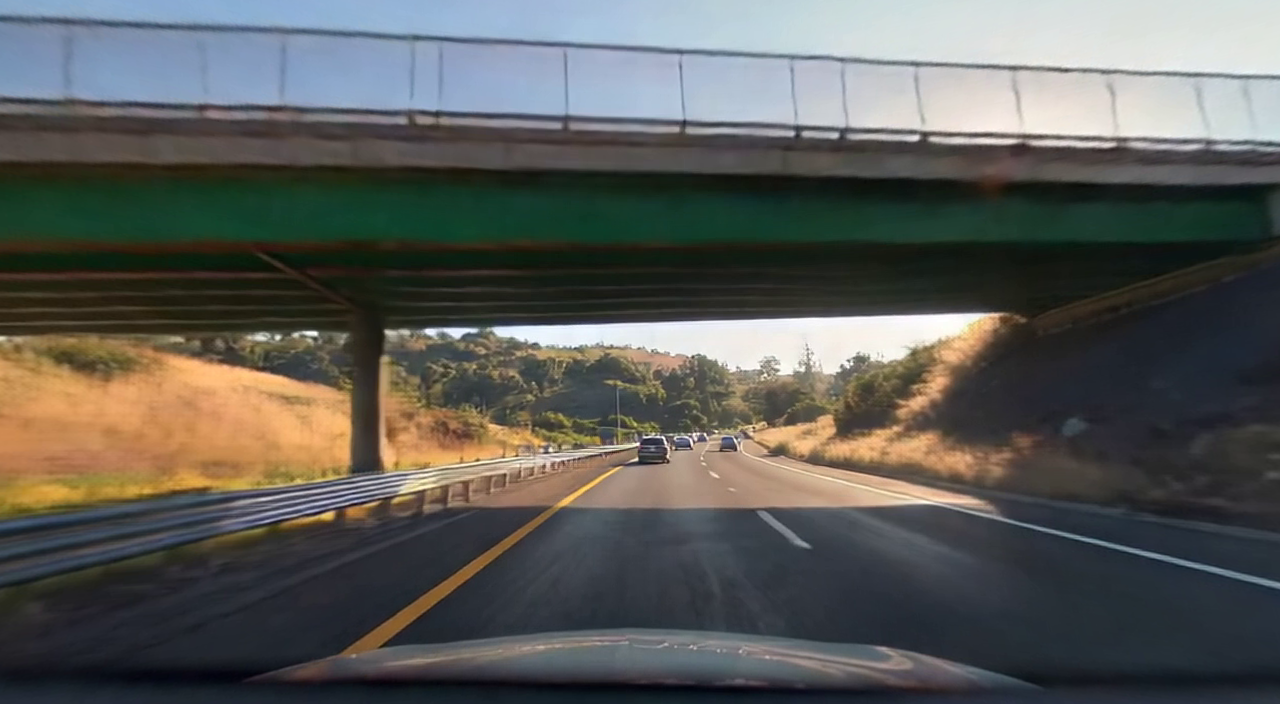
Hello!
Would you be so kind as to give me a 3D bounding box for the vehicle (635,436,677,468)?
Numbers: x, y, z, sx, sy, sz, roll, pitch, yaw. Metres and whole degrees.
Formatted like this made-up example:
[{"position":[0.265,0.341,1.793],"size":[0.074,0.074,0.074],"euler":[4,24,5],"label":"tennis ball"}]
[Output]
[{"position":[0.849,4.939,31.327],"size":[1.993,1.461,3.812],"euler":[-1,-8,3],"label":"vehicle"}]
